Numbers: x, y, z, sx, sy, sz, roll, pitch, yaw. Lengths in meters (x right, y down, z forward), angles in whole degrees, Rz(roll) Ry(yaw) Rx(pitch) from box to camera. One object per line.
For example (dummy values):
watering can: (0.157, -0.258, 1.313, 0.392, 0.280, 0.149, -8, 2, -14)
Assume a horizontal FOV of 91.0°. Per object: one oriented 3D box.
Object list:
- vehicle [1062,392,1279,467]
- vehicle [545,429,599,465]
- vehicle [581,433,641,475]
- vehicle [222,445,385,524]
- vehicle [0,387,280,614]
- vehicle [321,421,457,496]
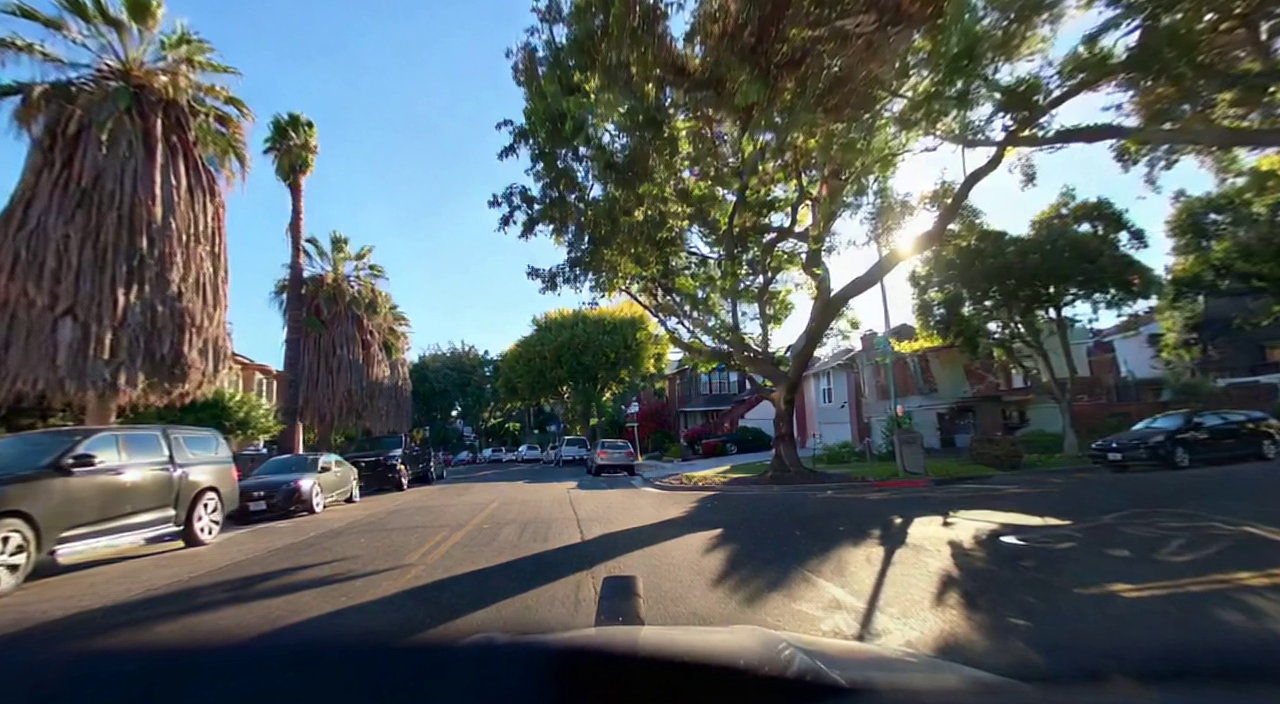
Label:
vehicle: (13.003, 1.842, 14.761, 4.950, 1.606, 2.003, 1, -8, -8)
vehicle: (-4.241, 5.775, 38.356, 2.139, 1.997, 4.864, 3, -9, -20)
vehicle: (-1.348, 4.377, 27.308, 2.076, 1.658, 4.604, 1, -8, -9)
vehicle: (-7.791, 3.038, 15.114, 1.875, 1.585, 4.184, 1, -8, -5)
vehicle: (-7.547, 1.723, 8.049, 2.556, 2.156, 6.159, 0, -8, -4)
vehicle: (-8.322, 3.604, 21.824, 2.624, 2.178, 6.522, 1, -8, -6)
